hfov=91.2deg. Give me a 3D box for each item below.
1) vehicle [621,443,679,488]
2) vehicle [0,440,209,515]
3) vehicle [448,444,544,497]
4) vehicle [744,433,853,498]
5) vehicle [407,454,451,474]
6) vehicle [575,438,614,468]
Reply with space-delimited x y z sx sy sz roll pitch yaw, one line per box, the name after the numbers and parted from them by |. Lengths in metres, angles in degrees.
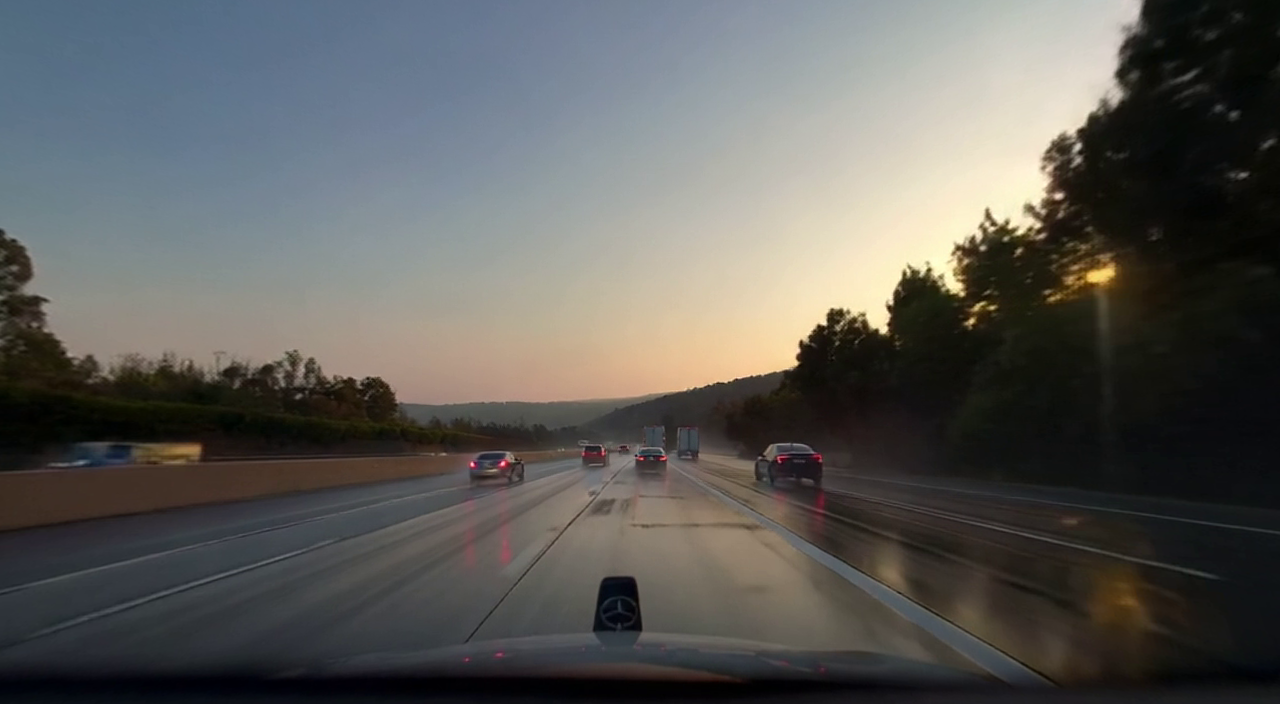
0.343 4.285 24.006 2.015 1.526 4.286 0 -9 0 | vehicle
-16.077 3.740 19.220 2.126 1.959 4.926 0 -9 0 | vehicle
-4.414 3.696 19.958 1.967 1.473 4.439 -1 -9 1 | vehicle
4.397 3.229 18.166 2.018 1.639 4.149 0 -9 -1 | vehicle
-16.343 8.670 48.669 1.912 1.478 4.106 -1 -9 1 | vehicle
-3.108 7.042 43.696 2.230 1.973 4.403 -1 -9 2 | vehicle
